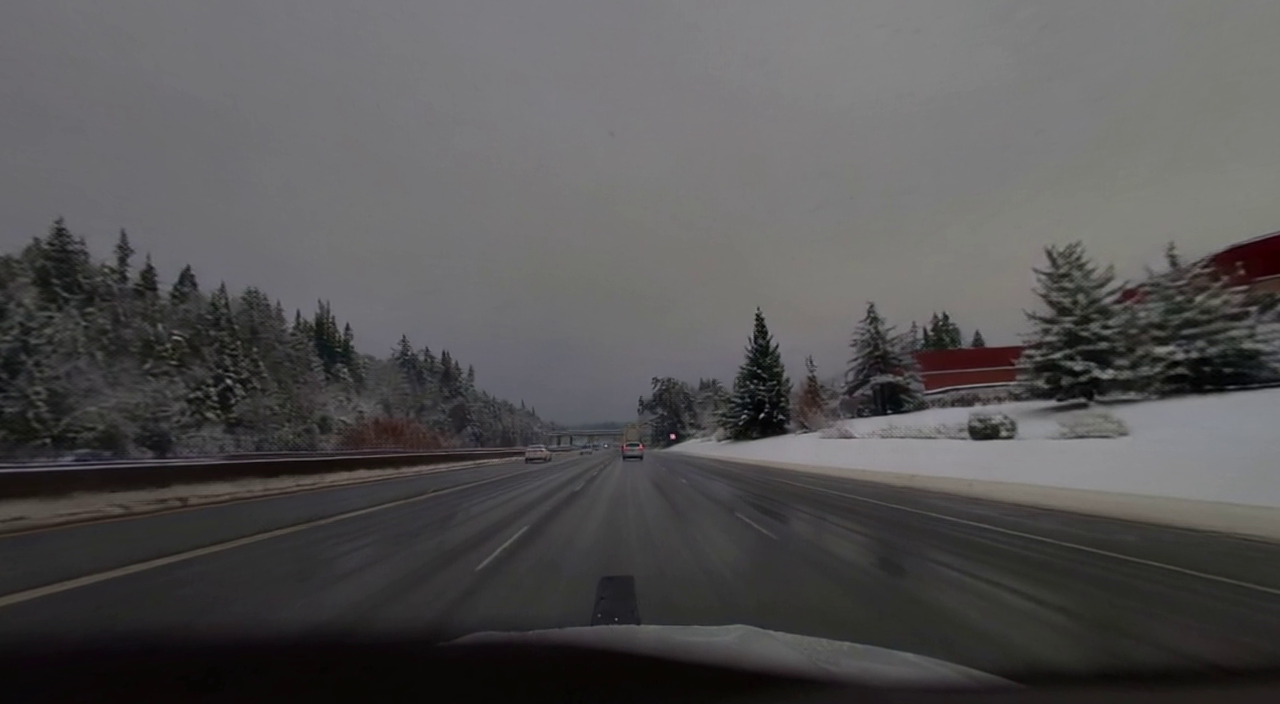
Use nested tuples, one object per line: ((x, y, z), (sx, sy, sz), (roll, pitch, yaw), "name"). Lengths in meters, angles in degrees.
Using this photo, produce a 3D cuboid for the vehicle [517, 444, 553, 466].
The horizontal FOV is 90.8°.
((-7.950, 7.836, 48.343), (1.991, 1.572, 4.314), (0, -9, 0), "vehicle")
